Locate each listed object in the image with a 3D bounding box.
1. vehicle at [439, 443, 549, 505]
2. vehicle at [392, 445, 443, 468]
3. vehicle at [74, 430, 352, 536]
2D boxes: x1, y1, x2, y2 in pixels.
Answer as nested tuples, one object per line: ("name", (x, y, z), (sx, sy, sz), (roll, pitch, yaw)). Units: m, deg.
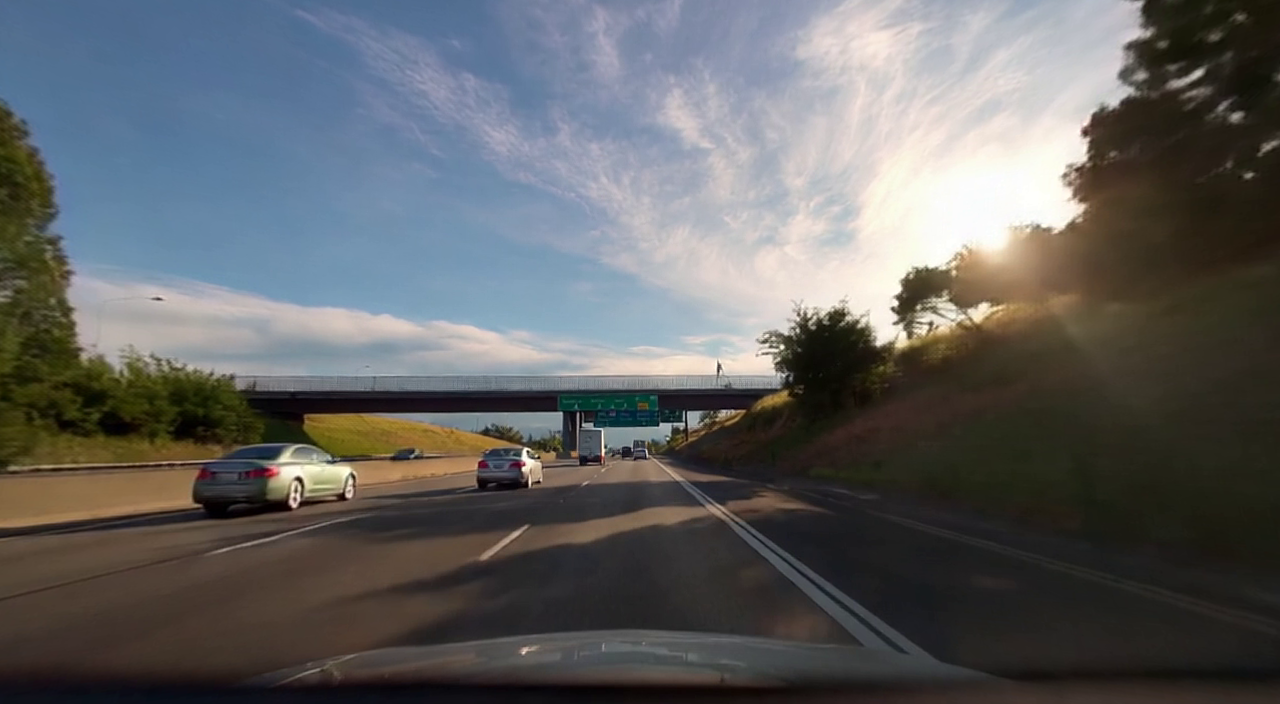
("vehicle", (-3.684, 3.151, 16.684), (1.924, 1.436, 3.915), (0, -9, 1))
("vehicle", (-15.670, 7.402, 44.657), (1.846, 1.513, 4.632), (0, -9, 0))
("vehicle", (-7.352, 2.289, 11.571), (2.091, 1.558, 4.220), (0, -9, 0))
